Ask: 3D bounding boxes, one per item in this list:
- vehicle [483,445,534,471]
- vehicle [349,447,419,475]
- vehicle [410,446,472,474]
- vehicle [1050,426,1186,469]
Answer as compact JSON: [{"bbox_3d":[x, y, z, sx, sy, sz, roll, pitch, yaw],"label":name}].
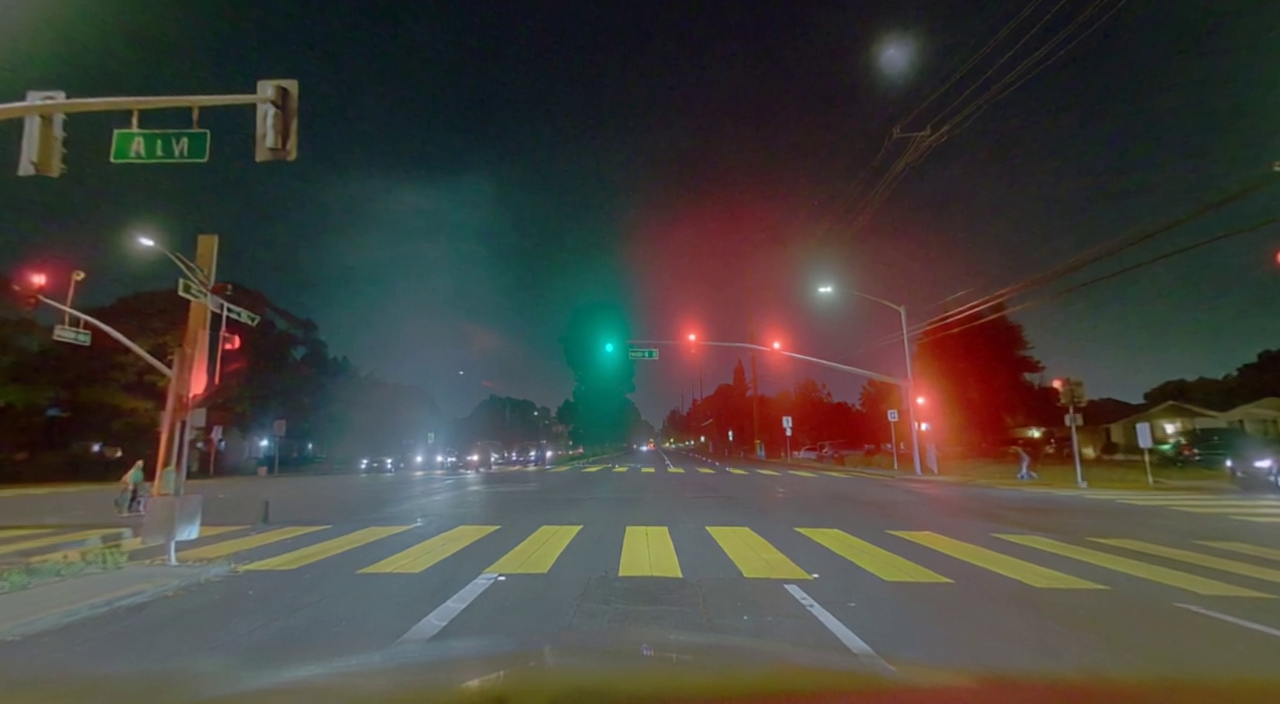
[{"bbox_3d":[-7.664,6.191,37.132,1.958,1.415,4.312,0,-8,1],"label":"vehicle"},{"bbox_3d":[-14.627,6.232,36.330,2.035,1.470,4.677,0,-8,0],"label":"vehicle"},{"bbox_3d":[-10.970,5.950,35.068,2.007,1.451,4.242,0,-8,1],"label":"vehicle"},{"bbox_3d":[25.281,5.100,33.682,2.177,2.086,5.514,2,-9,-14],"label":"vehicle"}]
